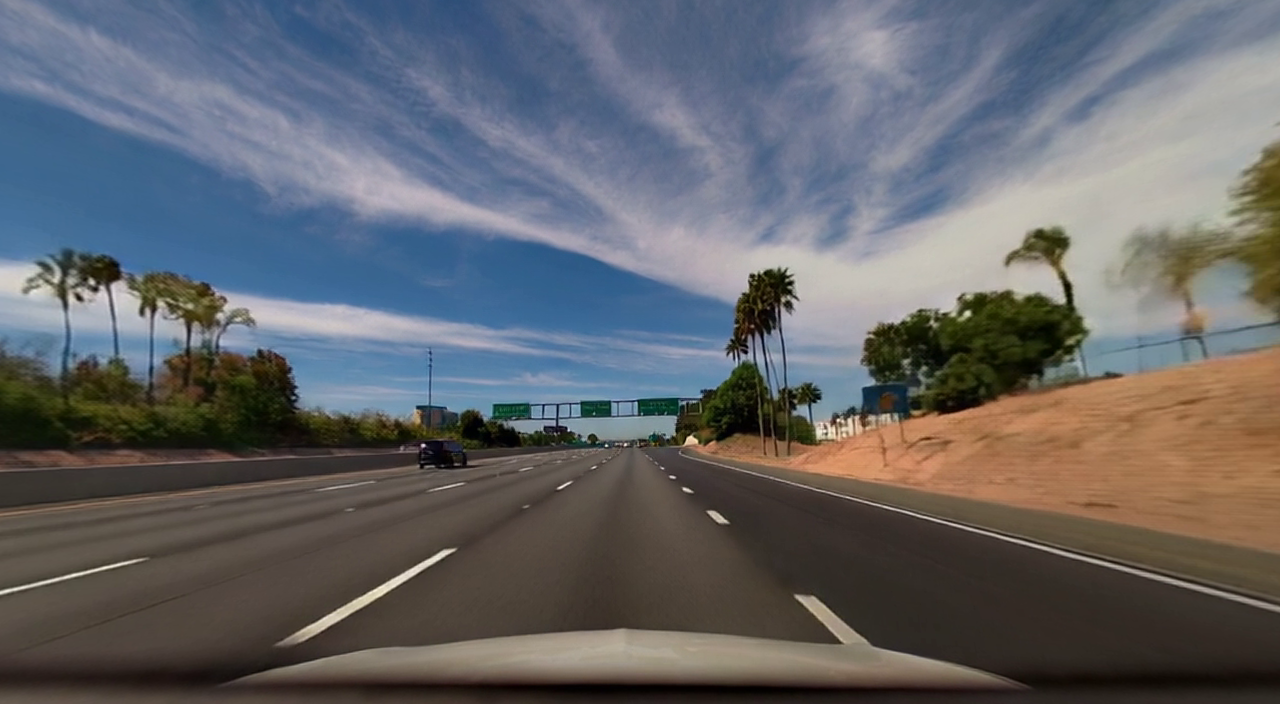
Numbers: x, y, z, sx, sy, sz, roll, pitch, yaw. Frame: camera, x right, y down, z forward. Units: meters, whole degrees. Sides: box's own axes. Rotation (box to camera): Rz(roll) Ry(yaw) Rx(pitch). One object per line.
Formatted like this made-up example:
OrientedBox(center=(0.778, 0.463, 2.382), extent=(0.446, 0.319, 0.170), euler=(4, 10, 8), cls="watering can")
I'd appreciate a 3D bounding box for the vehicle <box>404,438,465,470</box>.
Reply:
OrientedBox(center=(-11.810, 5.881, 36.627), extent=(2.016, 1.754, 4.543), euler=(0, -8, 0), cls="vehicle")
